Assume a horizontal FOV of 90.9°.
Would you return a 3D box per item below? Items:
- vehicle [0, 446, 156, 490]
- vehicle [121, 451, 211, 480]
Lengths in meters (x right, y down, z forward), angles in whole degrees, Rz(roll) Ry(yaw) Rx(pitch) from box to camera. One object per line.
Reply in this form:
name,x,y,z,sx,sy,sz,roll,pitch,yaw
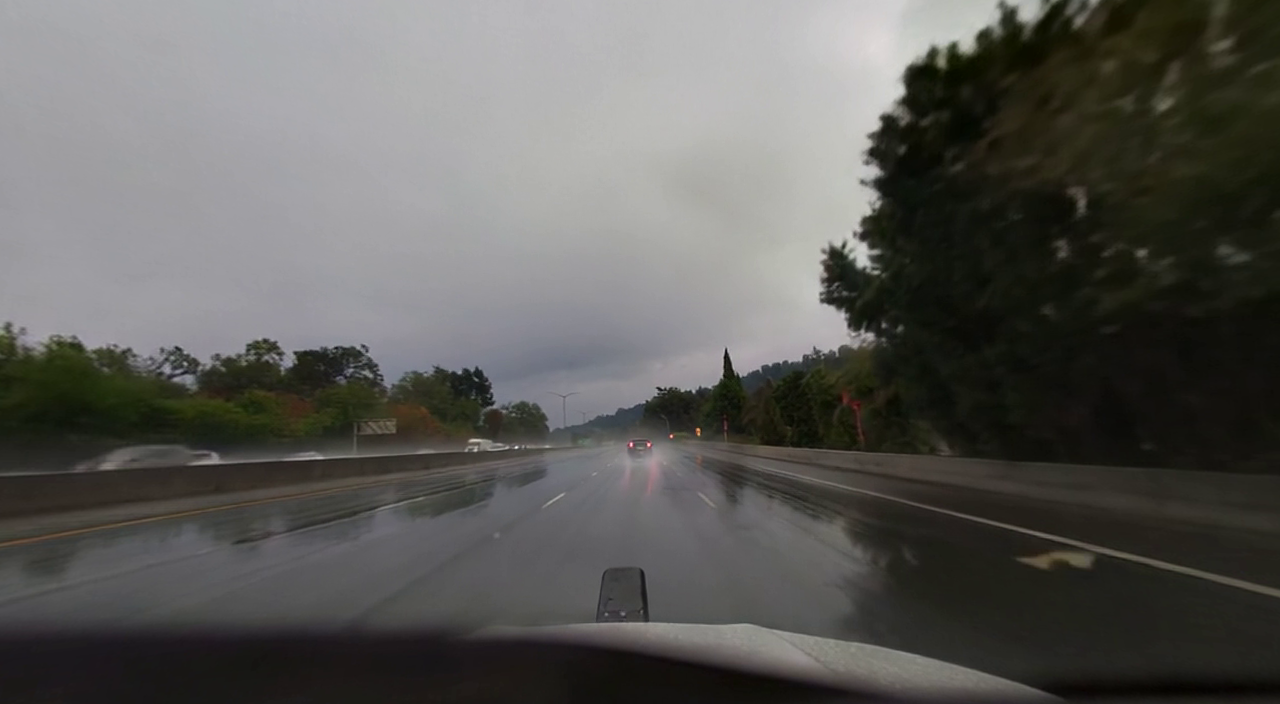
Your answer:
vehicle,-24.807,5.064,28.052,2.228,1.729,5.294,-1,-8,1
vehicle,-27.859,6.657,37.274,1.800,1.501,4.456,-1,-8,1
